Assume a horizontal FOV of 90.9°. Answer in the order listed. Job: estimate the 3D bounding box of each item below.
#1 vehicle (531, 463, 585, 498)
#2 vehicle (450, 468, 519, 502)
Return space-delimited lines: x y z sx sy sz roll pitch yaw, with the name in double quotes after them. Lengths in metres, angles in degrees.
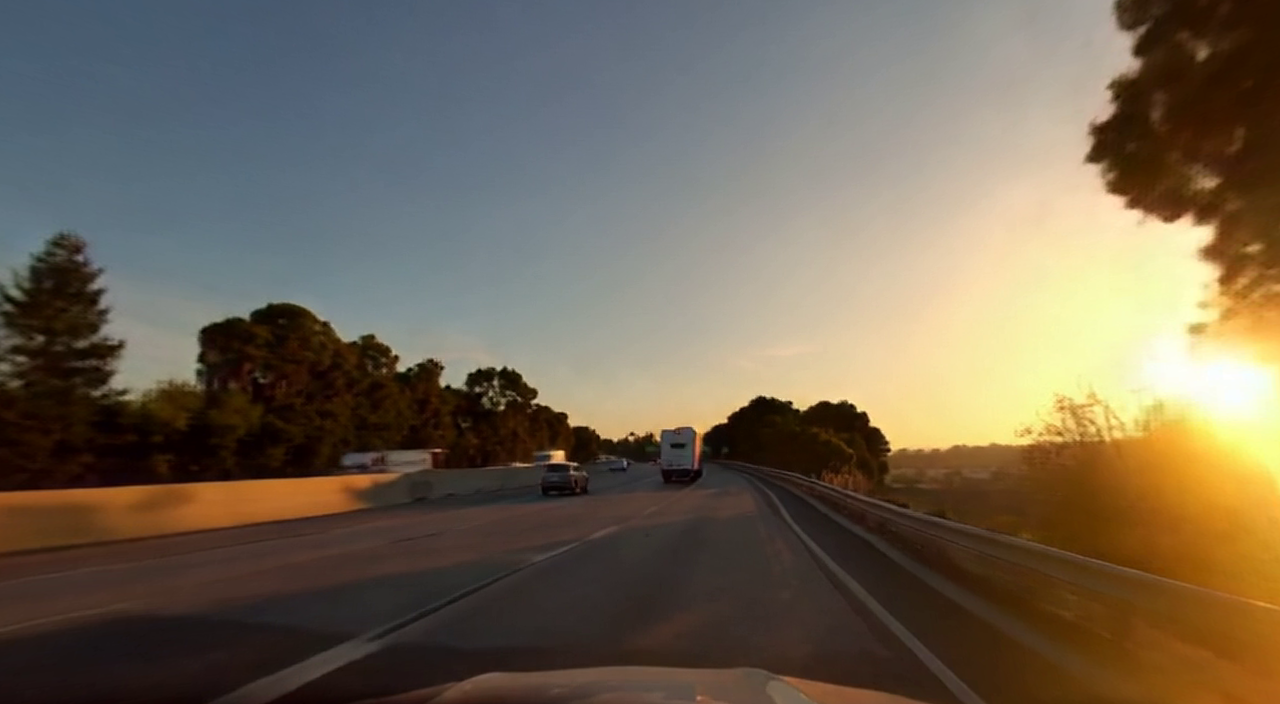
-3.930 6.227 30.686 1.778 1.560 3.030 -1 -10 9 "vehicle"
-7.746 6.662 31.866 1.872 1.536 4.134 -1 -10 9 "vehicle"
